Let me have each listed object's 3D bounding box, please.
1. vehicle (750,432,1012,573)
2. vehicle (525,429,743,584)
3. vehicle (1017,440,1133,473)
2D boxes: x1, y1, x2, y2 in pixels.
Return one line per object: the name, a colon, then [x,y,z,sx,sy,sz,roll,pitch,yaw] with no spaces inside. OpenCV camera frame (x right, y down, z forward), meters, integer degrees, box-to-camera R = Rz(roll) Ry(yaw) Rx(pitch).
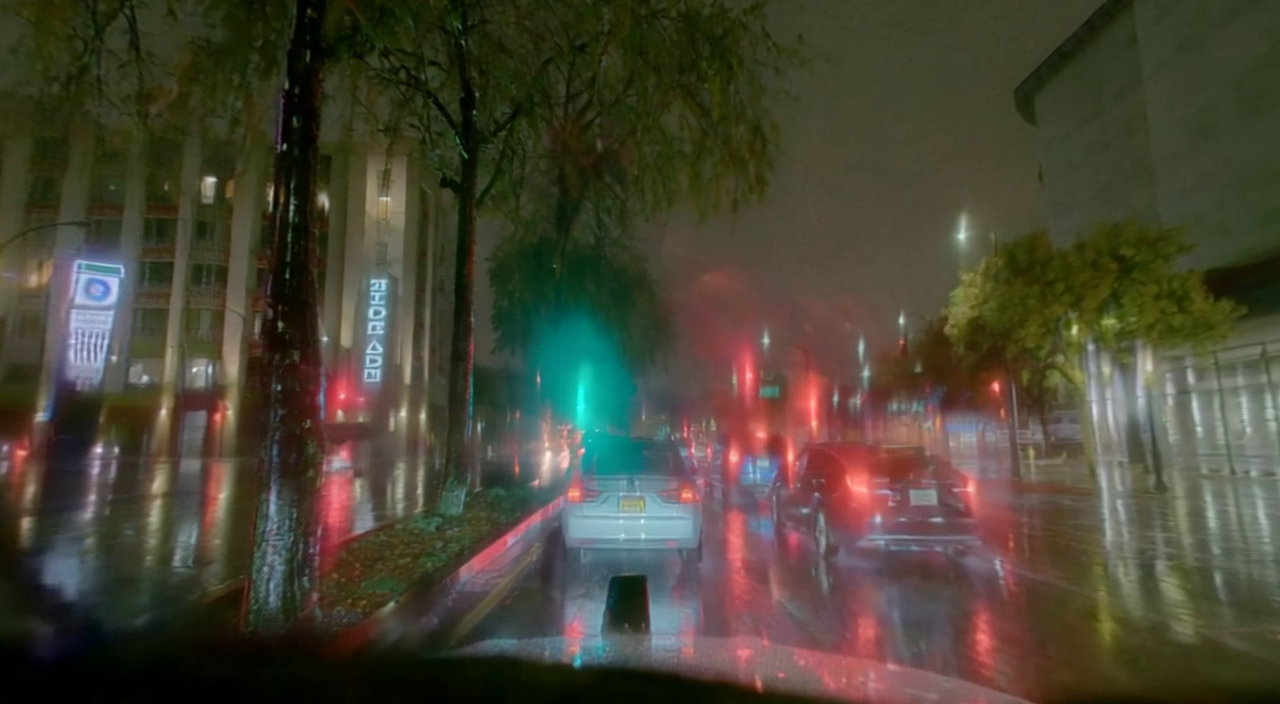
vehicle: [2.906,1.894,8.780,1.893,1.446,4.270,0,-8,-1]
vehicle: [-0.094,1.791,8.180,2.087,1.456,4.143,0,-8,-1]
vehicle: [22.947,5.548,33.409,4.610,1.622,1.934,-1,-8,4]
